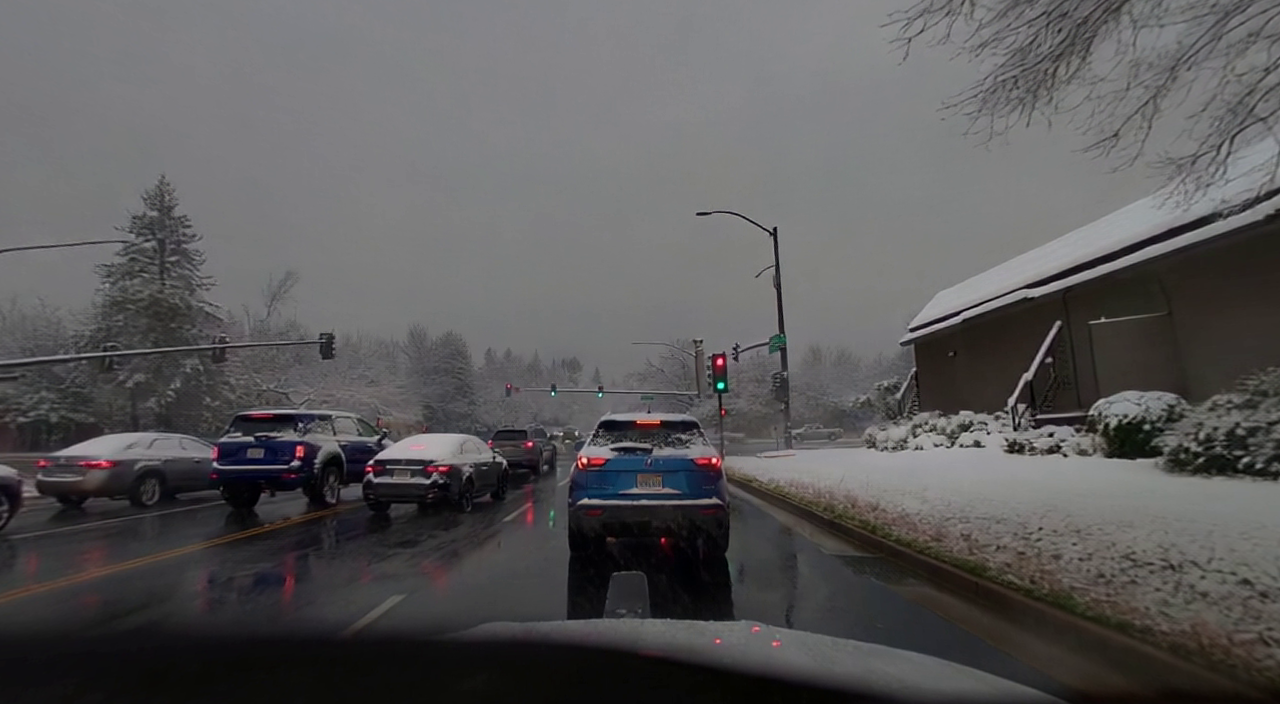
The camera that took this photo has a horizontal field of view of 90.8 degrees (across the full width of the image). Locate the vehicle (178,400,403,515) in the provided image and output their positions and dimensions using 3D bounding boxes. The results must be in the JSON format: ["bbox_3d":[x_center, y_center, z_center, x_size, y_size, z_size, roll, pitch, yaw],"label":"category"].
[{"bbox_3d":[-7.403,2.326,14.262,2.195,2.093,5.185,0,-9,-1],"label":"vehicle"}]

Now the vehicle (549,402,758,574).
[{"bbox_3d":[0.108,1.656,8.428,2.055,1.681,4.270,0,-9,-1],"label":"vehicle"}]

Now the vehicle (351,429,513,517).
[{"bbox_3d":[-4.088,2.437,13.239,1.942,1.523,4.212,0,-9,0],"label":"vehicle"}]

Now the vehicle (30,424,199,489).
[{"bbox_3d":[-17.685,3.534,21.625,2.136,1.976,4.342,0,-9,-4],"label":"vehicle"}]
